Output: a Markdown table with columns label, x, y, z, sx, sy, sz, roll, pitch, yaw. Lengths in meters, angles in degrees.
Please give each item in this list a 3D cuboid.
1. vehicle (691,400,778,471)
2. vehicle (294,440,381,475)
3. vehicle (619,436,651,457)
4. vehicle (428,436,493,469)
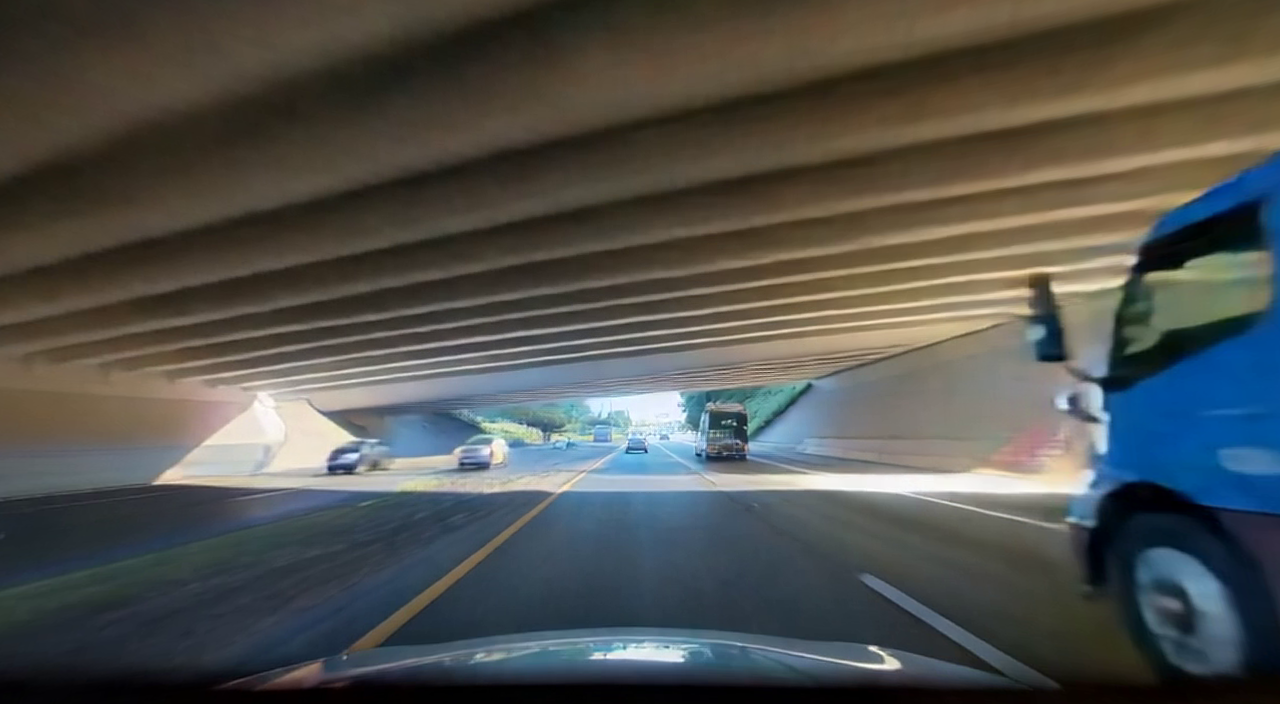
| label | x | y | z | sx | sy | sz | roll | pitch | yaw |
| --- | --- | --- | --- | --- | --- | --- | --- | --- | --- |
| vehicle | 3.923 | 3.665 | 27.783 | 2.715 | 2.746 | 6.550 | 0 | -8 | -1 |
| vehicle | -13.183 | 4.595 | 27.748 | 1.816 | 1.362 | 4.068 | 0 | -8 | 1 |
| vehicle | -0.311 | 6.163 | 41.243 | 1.996 | 1.325 | 4.029 | 0 | -8 | 0 |
| vehicle | -8.773 | 4.902 | 31.109 | 1.952 | 1.521 | 4.163 | 0 | -8 | 0 |
